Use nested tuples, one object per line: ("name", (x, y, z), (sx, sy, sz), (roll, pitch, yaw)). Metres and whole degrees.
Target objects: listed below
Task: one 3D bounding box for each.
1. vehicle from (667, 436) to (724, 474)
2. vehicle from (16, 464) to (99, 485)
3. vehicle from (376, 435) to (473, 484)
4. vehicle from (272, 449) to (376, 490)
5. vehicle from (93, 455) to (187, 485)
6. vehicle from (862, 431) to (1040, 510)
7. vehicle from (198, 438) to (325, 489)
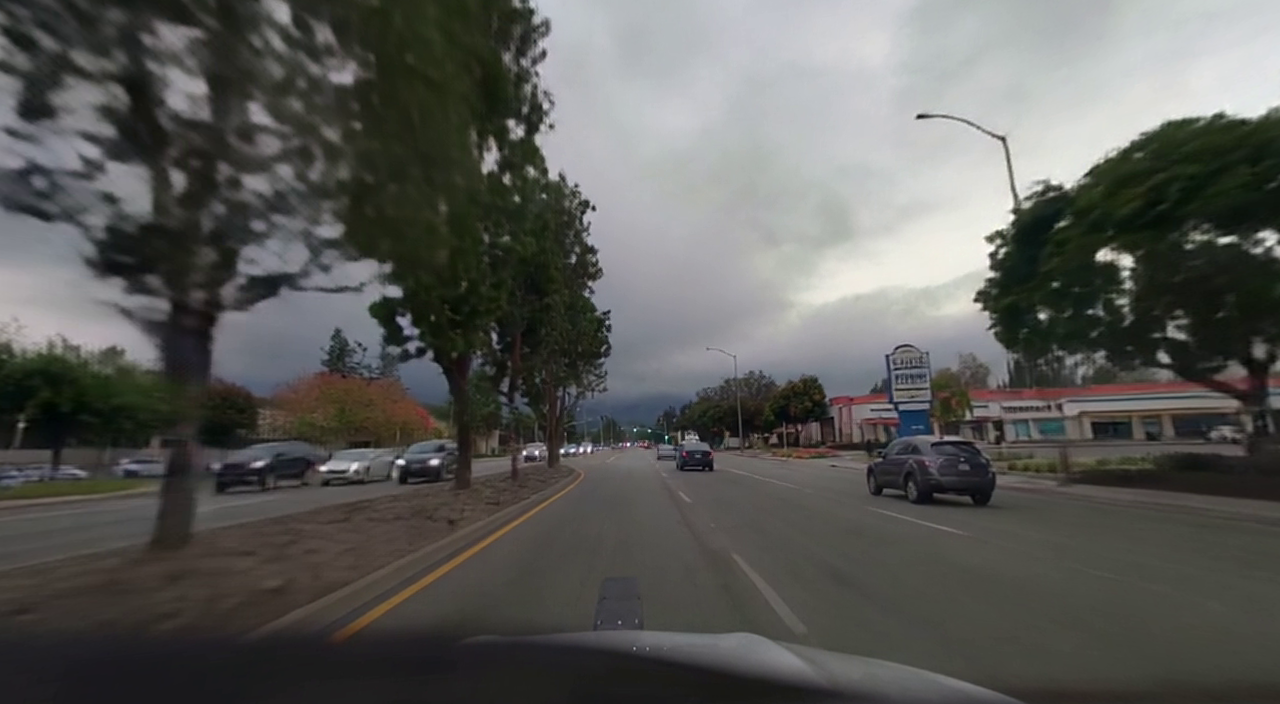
("vehicle", (2.525, 4.832, 29.720), (2.161, 1.676, 4.151), (0, -9, -2))
("vehicle", (-43.802, 9.216, 47.367), (4.341, 1.477, 1.822), (0, -9, 0))
("vehicle", (-9.187, 4.635, 27.491), (2.234, 1.922, 5.699), (0, -9, 0))
("vehicle", (-12.676, 4.699, 25.626), (1.951, 1.475, 4.480), (0, -9, -1))
("vehicle", (-34.729, 8.200, 43.816), (4.738, 1.700, 1.806), (-2, -8, -10))
("vehicle", (6.836, 2.643, 14.449), (1.886, 1.528, 4.169), (0, -9, -1))
("vehicle", (-17.056, 5.046, 28.853), (2.312, 2.062, 5.741), (0, -9, -1))
